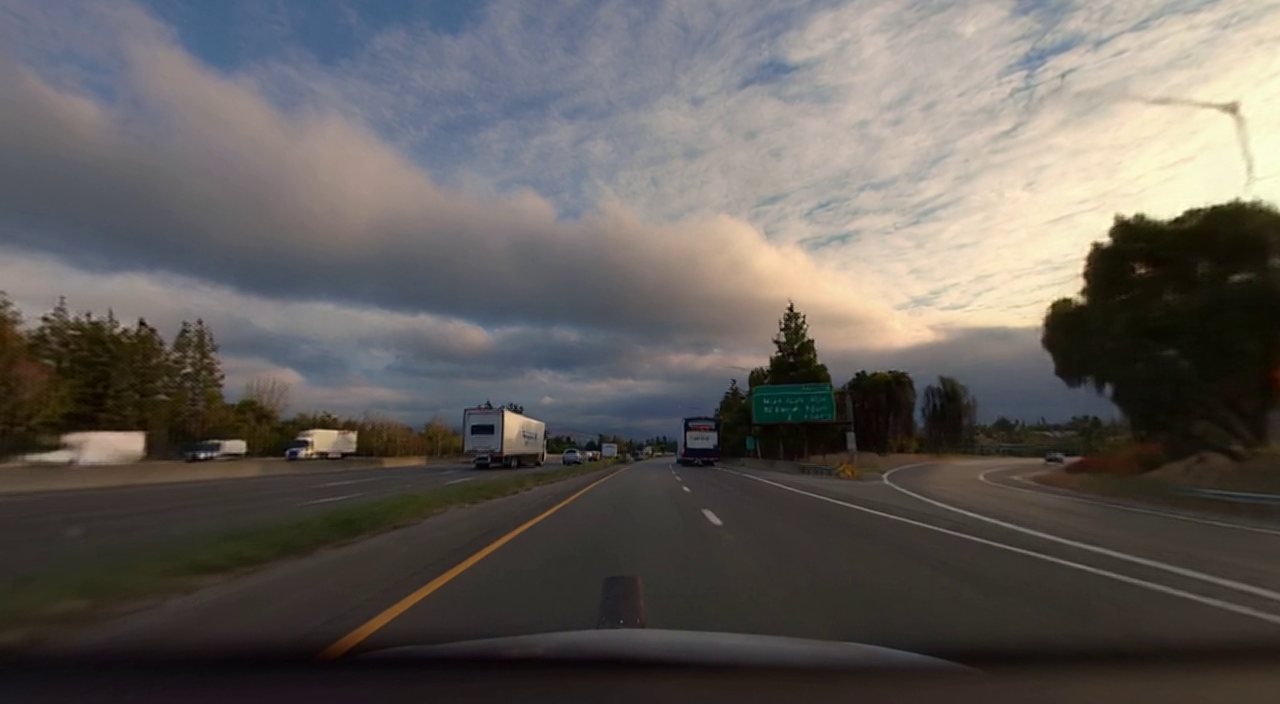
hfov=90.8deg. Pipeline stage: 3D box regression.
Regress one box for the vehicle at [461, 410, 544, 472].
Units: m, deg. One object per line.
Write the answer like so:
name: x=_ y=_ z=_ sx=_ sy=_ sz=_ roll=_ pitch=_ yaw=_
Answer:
vehicle: x=-10.185 y=6.976 z=48.774 sx=2.891 sy=4.062 sz=14.230 roll=-1 pitch=-9 yaw=1

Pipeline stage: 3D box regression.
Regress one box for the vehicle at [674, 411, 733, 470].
vehicle: x=4.299 y=6.552 z=45.827 sx=2.928 sy=3.595 sz=13.975 roll=0 pitch=-9 yaw=0

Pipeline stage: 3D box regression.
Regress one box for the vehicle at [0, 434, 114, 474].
vehicle: x=-27.280 y=4.698 z=29.037 sx=2.024 sy=1.689 sz=4.613 roll=-1 pitch=-9 yaw=2
